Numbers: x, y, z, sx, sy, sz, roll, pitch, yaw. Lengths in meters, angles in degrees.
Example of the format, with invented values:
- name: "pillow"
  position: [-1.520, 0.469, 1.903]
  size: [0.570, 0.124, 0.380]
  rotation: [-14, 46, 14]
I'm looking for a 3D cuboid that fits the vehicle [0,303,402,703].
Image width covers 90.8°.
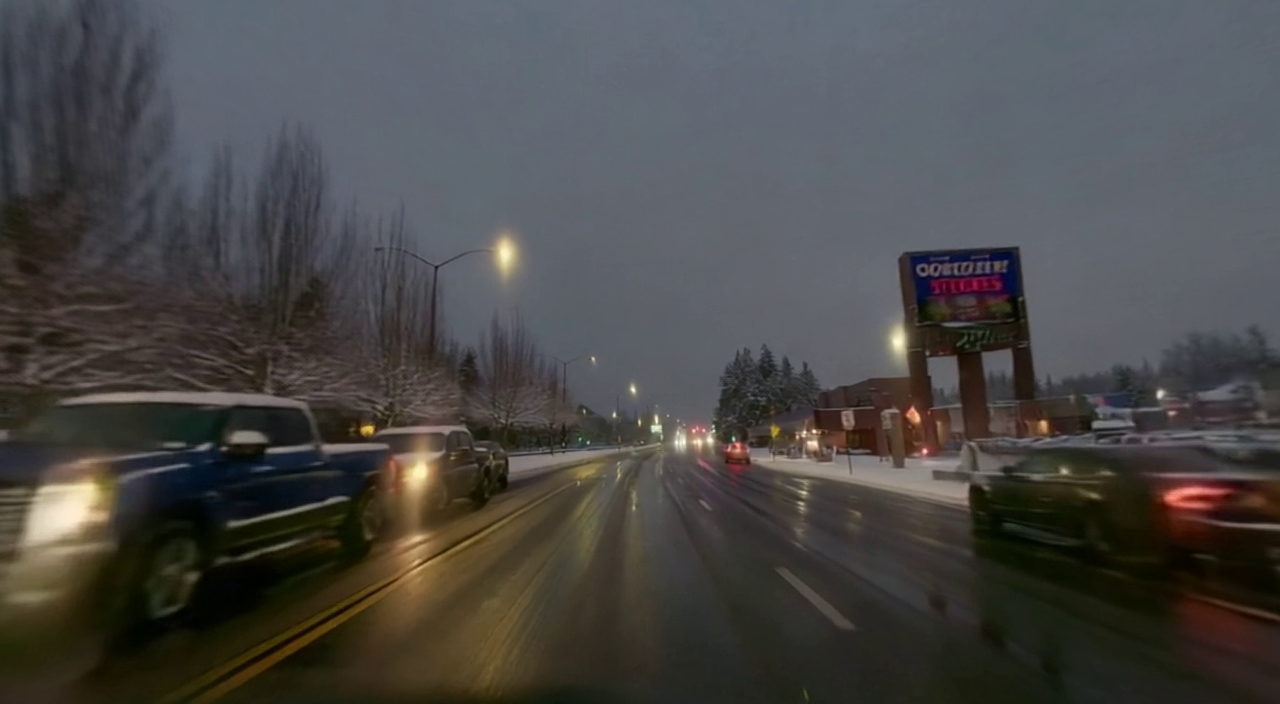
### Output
- name: "vehicle"
  position: [-4.488, 1.196, 6.021]
  size: [2.270, 2.068, 5.865]
  rotation: [0, -8, -2]

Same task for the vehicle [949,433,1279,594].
- name: "vehicle"
  position: [6.252, 1.850, 8.278]
  size: [2.024, 1.484, 4.585]
  rotation: [0, -8, -1]

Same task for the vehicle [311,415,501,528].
- name: "vehicle"
  position: [-4.508, 2.377, 13.173]
  size: [2.238, 1.864, 4.740]
  rotation: [-1, -8, -1]
